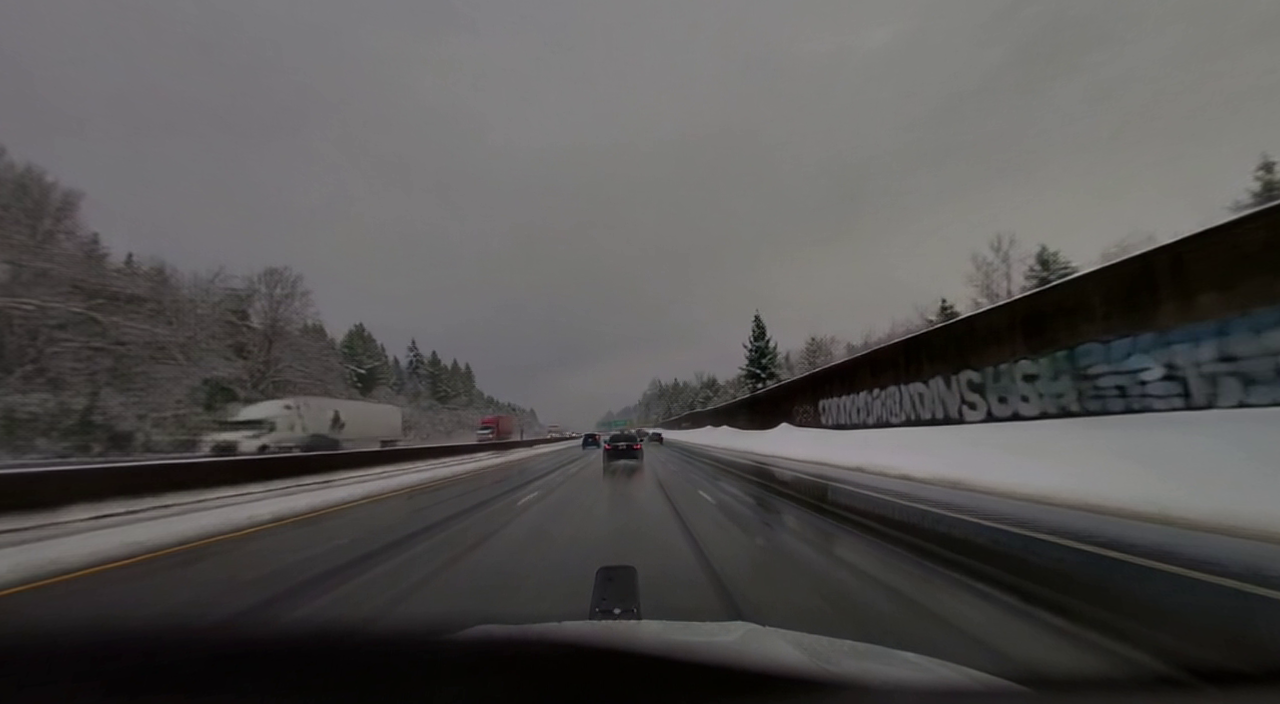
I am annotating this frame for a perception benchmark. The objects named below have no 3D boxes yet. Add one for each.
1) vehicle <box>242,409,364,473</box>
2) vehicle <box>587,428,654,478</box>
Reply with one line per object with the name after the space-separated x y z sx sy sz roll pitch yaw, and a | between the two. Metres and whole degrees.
-15.542 4.173 29.715 2.212 2.610 6.936 0 -8 -3 | vehicle
-0.620 3.303 20.929 2.044 1.477 3.693 0 -8 -1 | vehicle
